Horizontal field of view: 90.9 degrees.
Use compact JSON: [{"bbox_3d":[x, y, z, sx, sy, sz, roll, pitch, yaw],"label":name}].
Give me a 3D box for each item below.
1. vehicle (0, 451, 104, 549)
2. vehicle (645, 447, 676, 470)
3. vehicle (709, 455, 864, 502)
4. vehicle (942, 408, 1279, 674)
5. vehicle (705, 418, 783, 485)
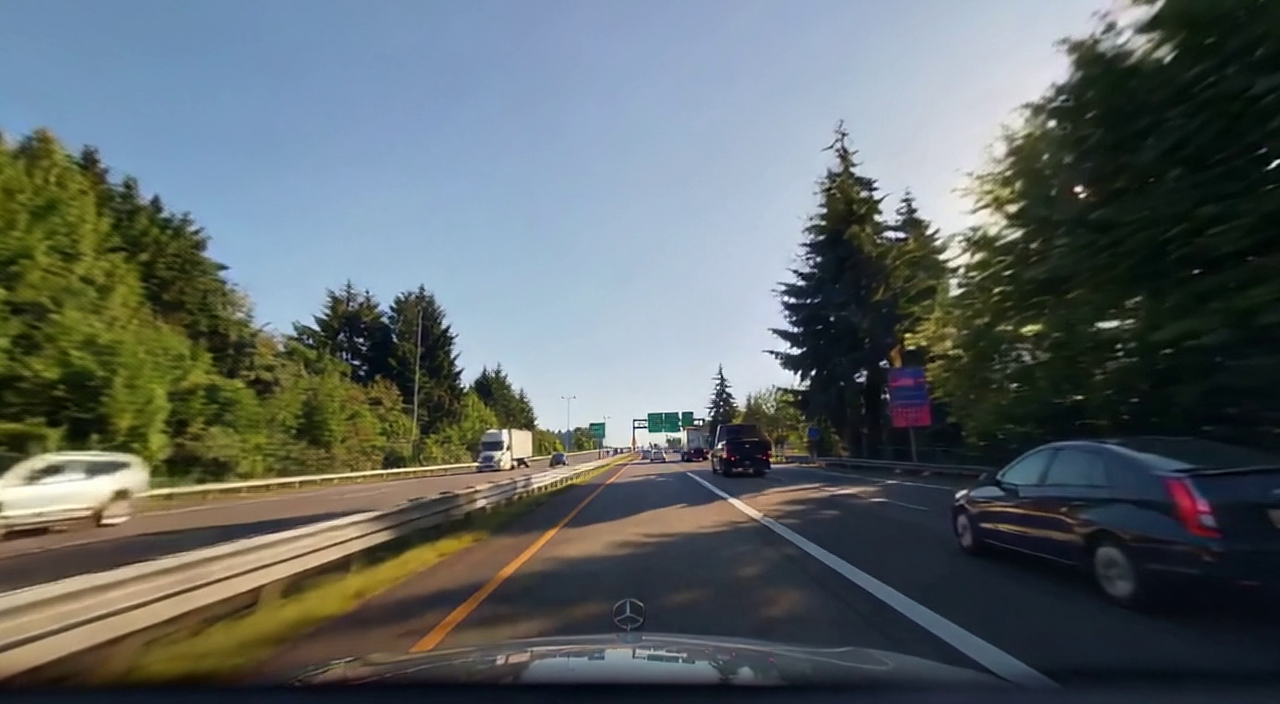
[{"bbox_3d":[-12.644,2.769,11.493,1.899,1.750,4.339,-4,-9,0],"label":"vehicle"},{"bbox_3d":[1.398,7.412,44.004,2.049,1.500,3.790,0,-9,1],"label":"vehicle"},{"bbox_3d":[4.642,4.458,23.439,2.472,1.036,13.239,-1,-9,-1],"label":"vehicle"},{"bbox_3d":[4.497,1.366,5.512,1.873,1.519,3.607,0,-9,0],"label":"vehicle"},{"bbox_3d":[4.717,4.662,29.736,2.569,2.783,5.984,0,-9,-1],"label":"vehicle"}]
